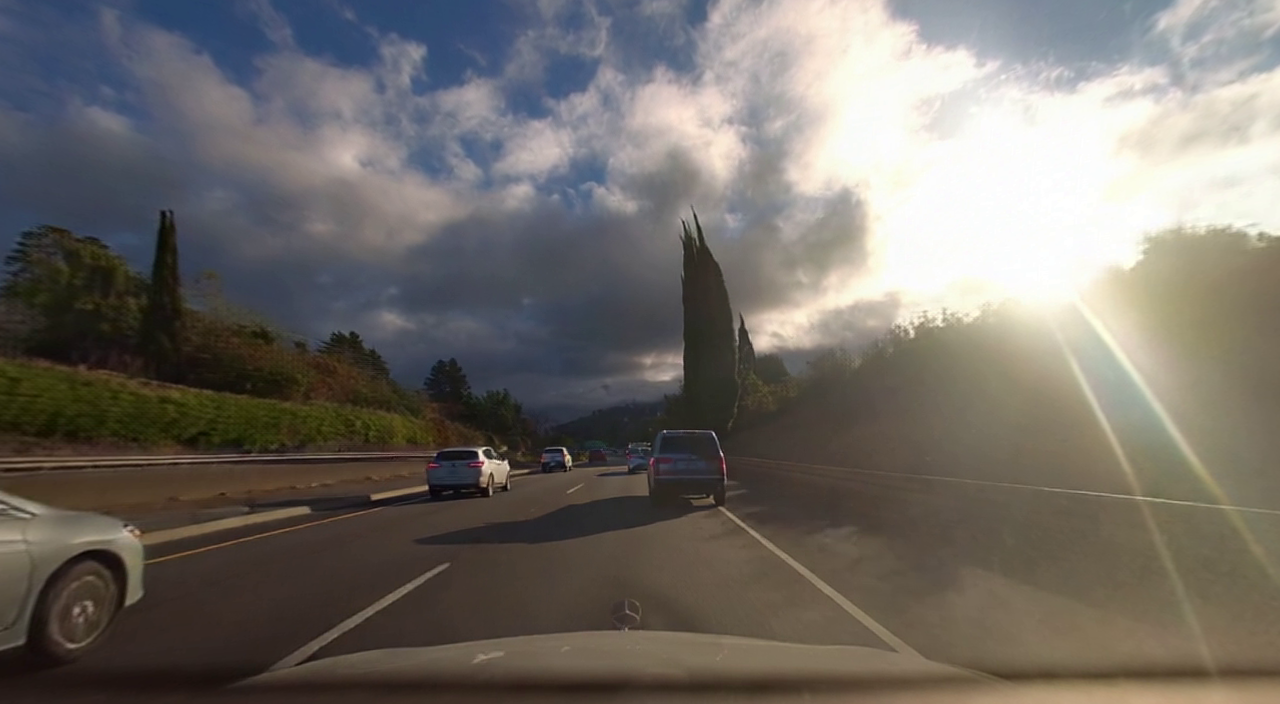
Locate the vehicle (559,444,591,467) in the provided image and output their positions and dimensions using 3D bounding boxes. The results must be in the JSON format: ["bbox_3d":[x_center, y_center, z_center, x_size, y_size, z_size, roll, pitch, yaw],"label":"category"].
[{"bbox_3d":[-4.548,7.362,44.798,1.855,1.527,4.209,0,-9,0],"label":"vehicle"}]

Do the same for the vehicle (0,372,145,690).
[{"bbox_3d":[-4.375,0.766,2.161,2.034,1.642,3.969,0,-9,1],"label":"vehicle"}]

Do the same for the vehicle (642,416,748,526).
[{"bbox_3d":[0.971,2.400,13.153,1.825,1.920,3.960,0,-9,0],"label":"vehicle"}]

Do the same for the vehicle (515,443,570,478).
[{"bbox_3d":[-4.470,5.029,29.408,1.867,1.489,3.829,0,-9,1],"label":"vehicle"}]

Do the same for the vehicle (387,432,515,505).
[{"bbox_3d":[-4.730,2.976,16.501,1.934,1.642,4.201,0,-9,2],"label":"vehicle"}]
